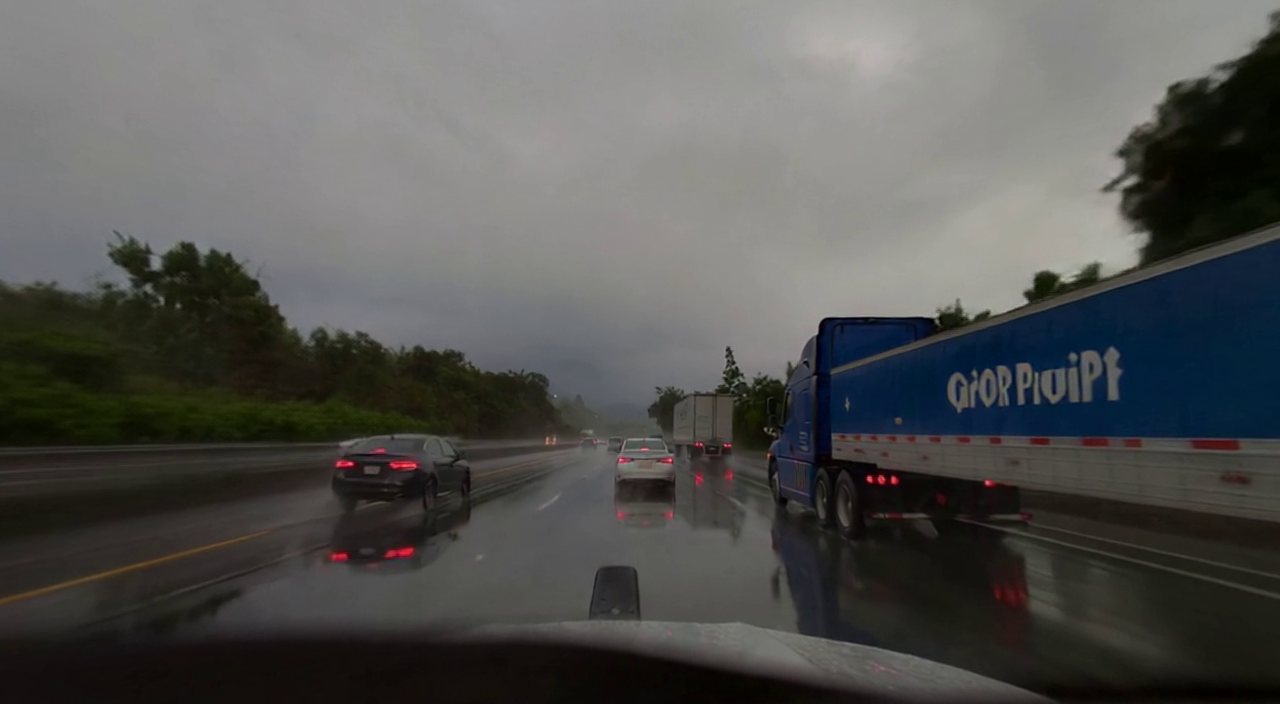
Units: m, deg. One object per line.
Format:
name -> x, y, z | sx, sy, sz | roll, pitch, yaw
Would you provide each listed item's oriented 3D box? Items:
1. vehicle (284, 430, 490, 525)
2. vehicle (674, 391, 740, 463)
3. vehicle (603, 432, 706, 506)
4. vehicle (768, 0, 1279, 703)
vehicle -> -4.428, 2.228, 11.946 | 2.048, 1.452, 4.430 | 0, -8, 0
vehicle -> 4.159, 5.149, 42.545 | 2.869, 4.067, 13.731 | 0, -8, 0
vehicle -> 0.278, 2.545, 14.254 | 2.021, 1.435, 3.611 | 0, -8, 0
vehicle -> 4.218, 0.138, 6.120 | 2.816, 4.070, 14.136 | 0, -8, -1
